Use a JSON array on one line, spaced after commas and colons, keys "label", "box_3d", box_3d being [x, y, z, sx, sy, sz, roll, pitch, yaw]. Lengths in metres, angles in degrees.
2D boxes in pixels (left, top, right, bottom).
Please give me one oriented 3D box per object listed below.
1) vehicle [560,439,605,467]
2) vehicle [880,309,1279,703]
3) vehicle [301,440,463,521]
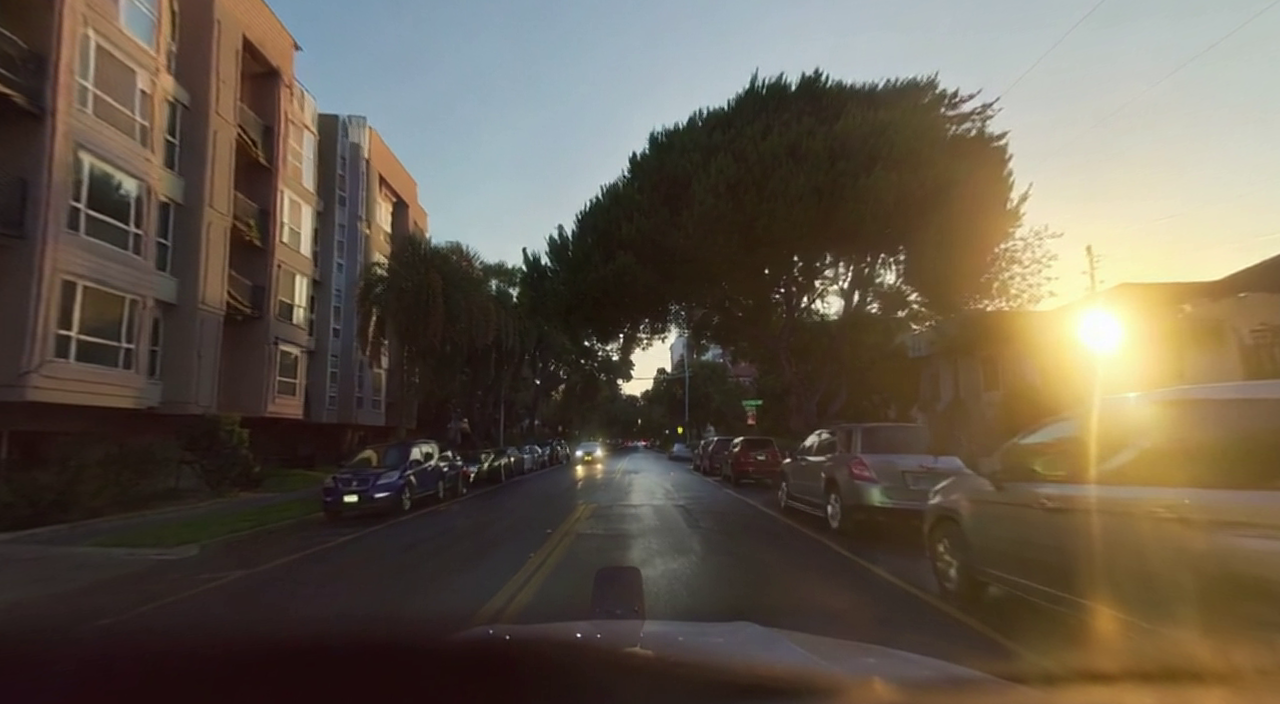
[{"label": "vehicle", "box_3d": [-3.198, 5.676, 35.717, 1.939, 1.504, 4.121, 0, -8, 3]}, {"label": "vehicle", "box_3d": [3.392, 0.941, 3.834, 1.835, 1.809, 4.997, 0, -8, -1]}, {"label": "vehicle", "box_3d": [-5.458, 2.721, 14.070, 1.647, 1.481, 4.433, 0, -8, 1]}]
